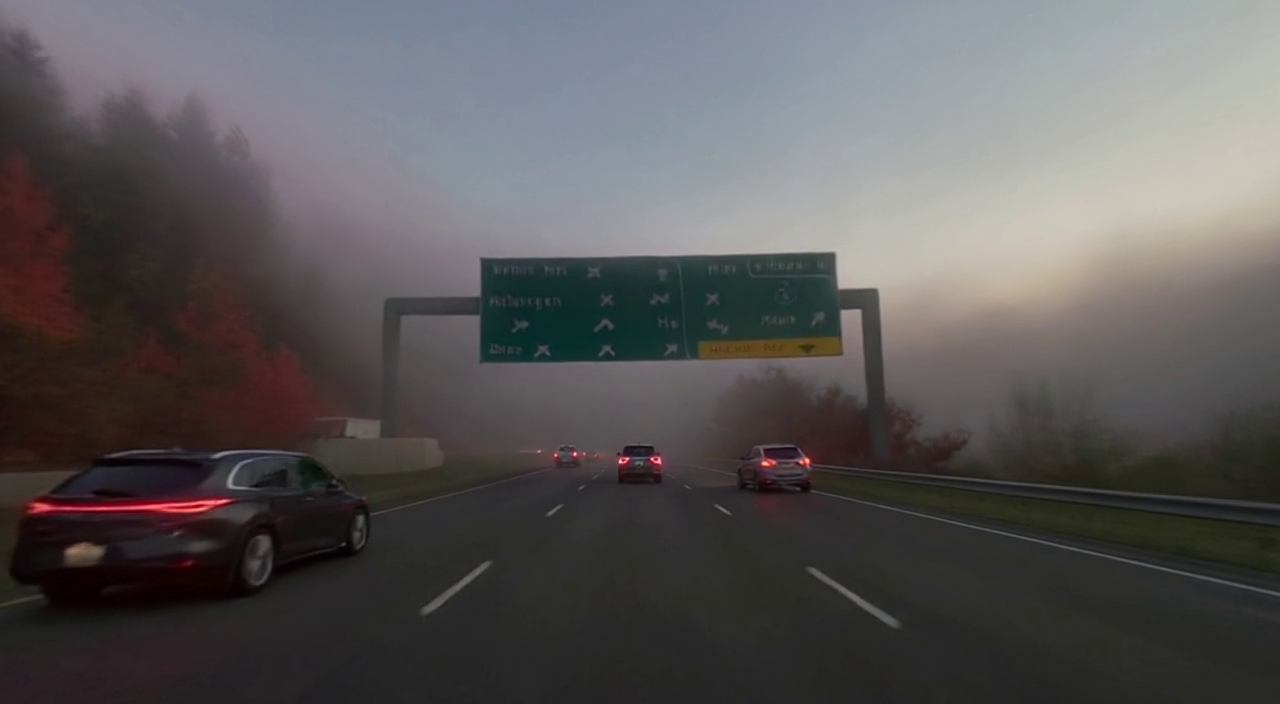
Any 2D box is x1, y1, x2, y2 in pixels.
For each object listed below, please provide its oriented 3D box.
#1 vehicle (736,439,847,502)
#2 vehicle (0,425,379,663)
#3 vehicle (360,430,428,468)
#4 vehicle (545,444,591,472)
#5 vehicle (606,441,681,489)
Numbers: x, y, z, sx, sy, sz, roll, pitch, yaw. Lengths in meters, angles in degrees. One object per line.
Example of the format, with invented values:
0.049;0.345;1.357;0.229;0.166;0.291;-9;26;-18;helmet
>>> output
4.186;3.350;18.176;2.035;1.571;4.413;0;-9;-1;vehicle
-4.394;1.516;6.030;2.017;1.469;4.113;0;-9;-1;vehicle
-18.291;7.261;47.015;2.331;2.589;6.819;0;-9;0;vehicle
-4.659;6.912;41.087;2.545;1.679;4.267;0;-9;0;vehicle
0.094;4.308;24.297;2.634;1.679;4.070;0;-9;-1;vehicle
